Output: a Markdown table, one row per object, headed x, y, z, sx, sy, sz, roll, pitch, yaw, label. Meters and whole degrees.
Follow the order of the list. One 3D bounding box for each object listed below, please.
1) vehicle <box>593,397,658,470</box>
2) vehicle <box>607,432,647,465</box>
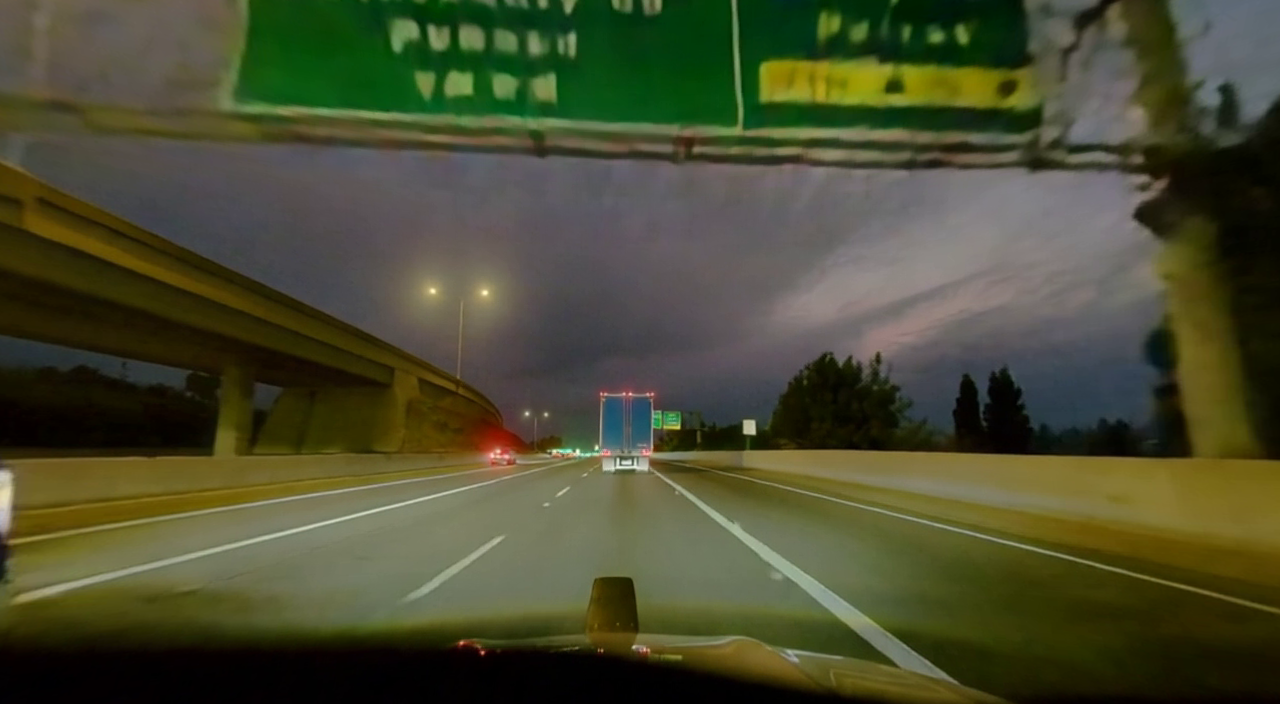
| x | y | z | sx | sy | sz | roll | pitch | yaw | label |
| --- | --- | --- | --- | --- | --- | --- | --- | --- | --- |
| -0.843 | 5.037 | 37.850 | 3.233 | 3.678 | 11.032 | 1 | -9 | -1 | vehicle |
| -0.731 | 5.343 | 35.007 | 2.052 | 1.666 | 4.358 | 1 | -9 | -2 | vehicle |
